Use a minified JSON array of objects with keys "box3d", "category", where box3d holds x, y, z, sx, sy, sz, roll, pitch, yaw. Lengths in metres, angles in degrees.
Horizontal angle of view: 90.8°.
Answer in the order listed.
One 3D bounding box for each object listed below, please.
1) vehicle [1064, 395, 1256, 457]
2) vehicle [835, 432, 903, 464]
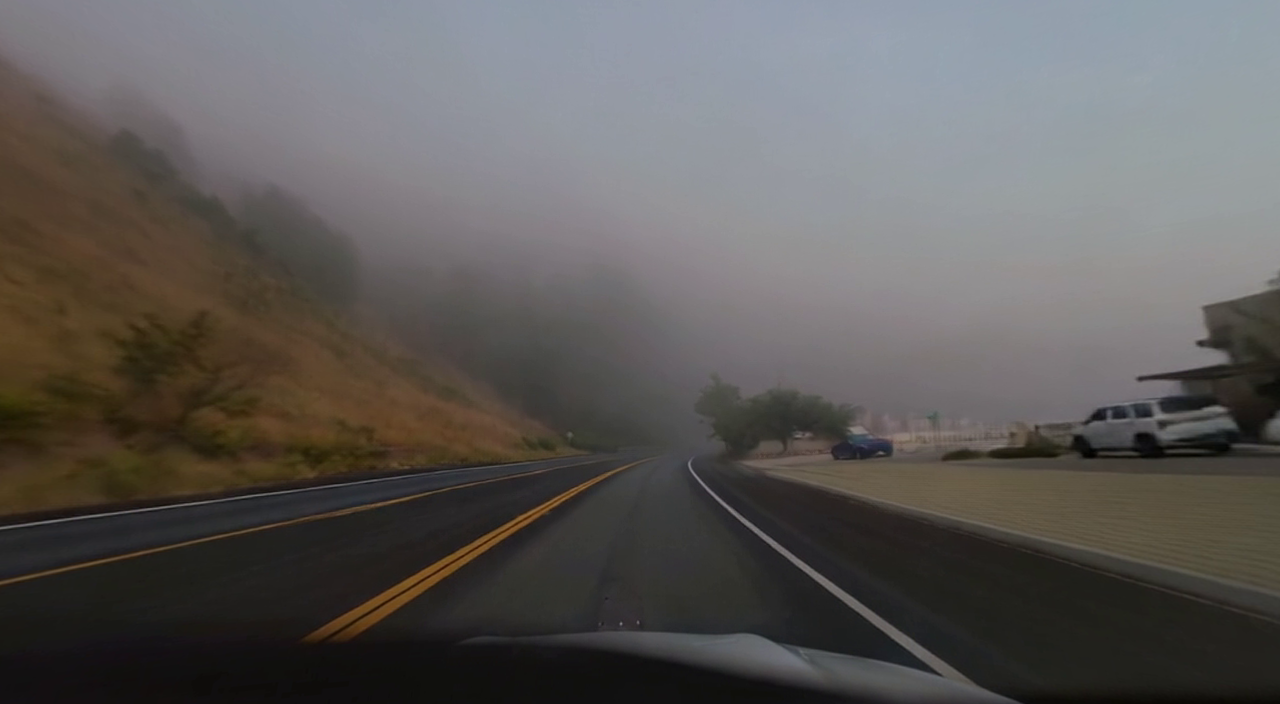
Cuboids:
[{"box3d":[17.385,2.602,21.544,2.098,1.872,4.777,1,-9,-7],"category":"vehicle"},{"box3d":[14.896,6.336,41.444,2.352,1.872,5.103,0,-11,-2],"category":"vehicle"}]
